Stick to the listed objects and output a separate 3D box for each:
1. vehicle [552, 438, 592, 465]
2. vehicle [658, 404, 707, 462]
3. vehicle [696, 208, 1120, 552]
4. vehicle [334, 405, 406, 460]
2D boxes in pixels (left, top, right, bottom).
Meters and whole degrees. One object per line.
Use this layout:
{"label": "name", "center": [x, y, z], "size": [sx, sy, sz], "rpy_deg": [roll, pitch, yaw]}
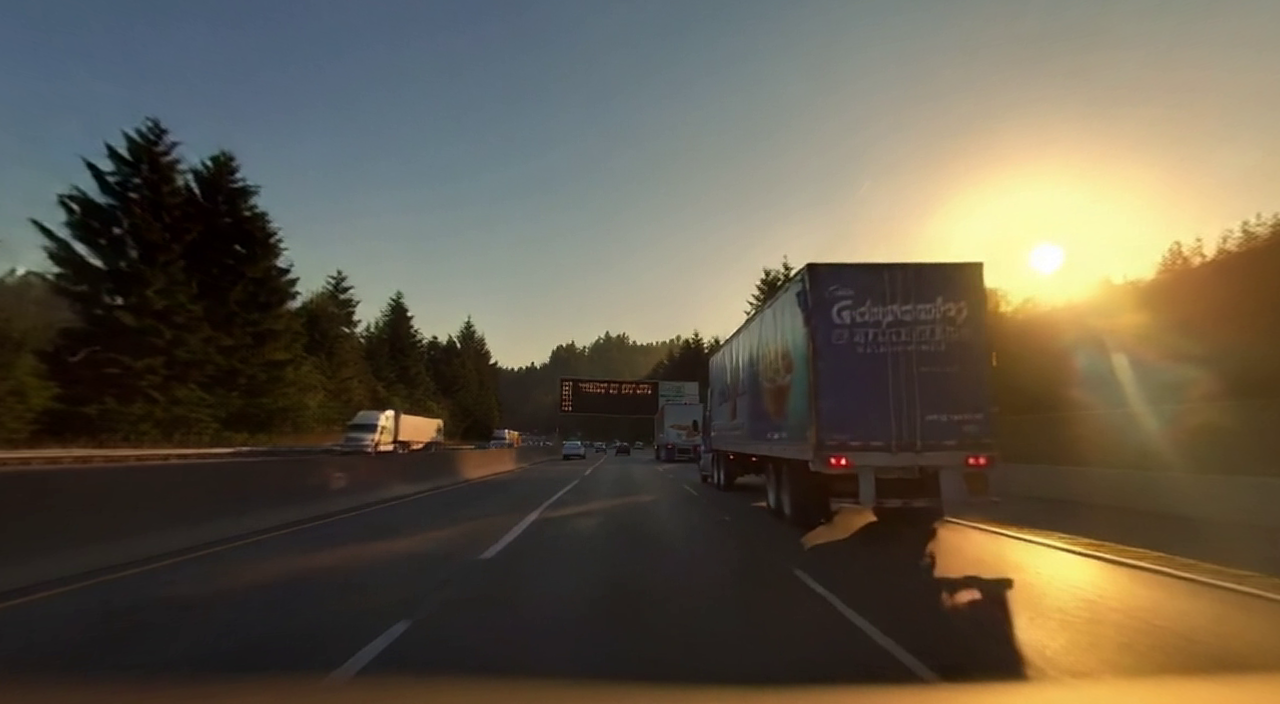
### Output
{"label": "vehicle", "center": [-4.330, 6.414, 40.900], "size": [2.206, 1.644, 4.027], "rpy_deg": [0, -8, -1]}
{"label": "vehicle", "center": [3.064, 6.401, 48.596], "size": [3.085, 4.062, 8.965], "rpy_deg": [0, -9, 0]}
{"label": "vehicle", "center": [3.630, 1.216, 14.096], "size": [3.116, 3.992, 13.748], "rpy_deg": [0, -8, -2]}
{"label": "vehicle", "center": [-21.172, 6.394, 49.736], "size": [3.025, 4.066, 6.003], "rpy_deg": [0, -8, -1]}
